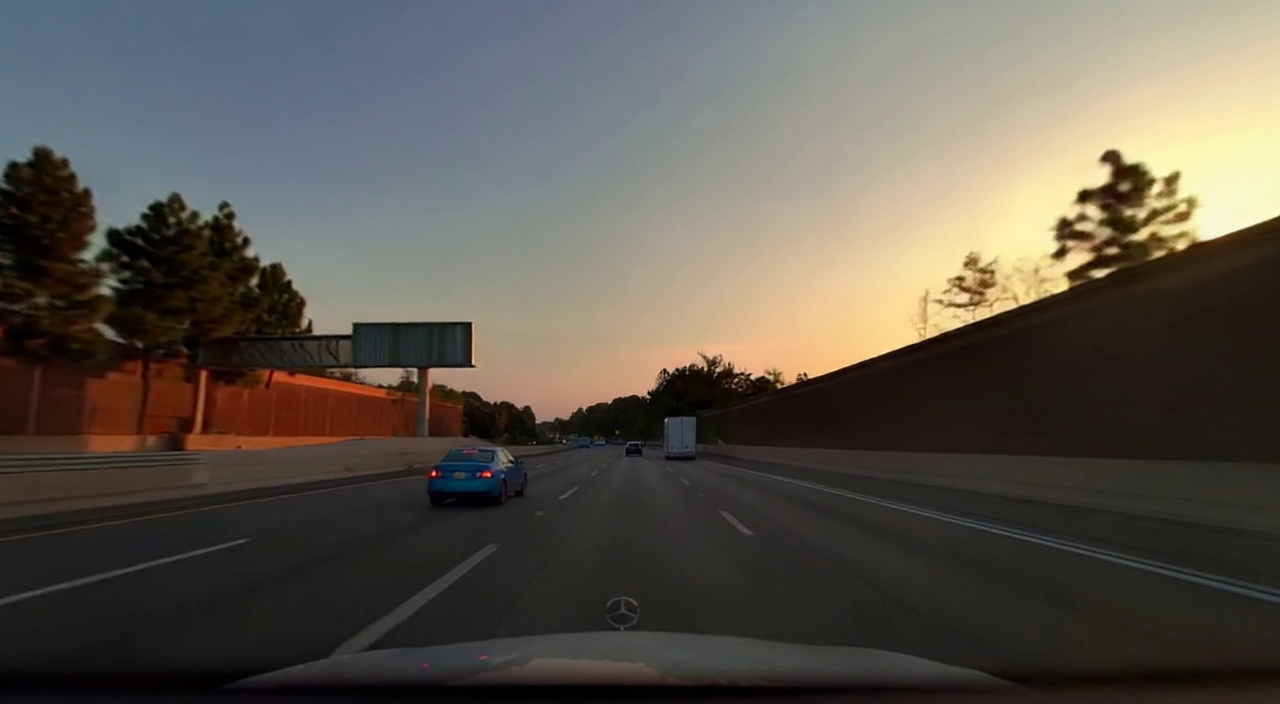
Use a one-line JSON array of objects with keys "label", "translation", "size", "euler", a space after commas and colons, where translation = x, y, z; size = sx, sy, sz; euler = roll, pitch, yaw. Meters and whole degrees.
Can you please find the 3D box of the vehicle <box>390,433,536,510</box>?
[{"label": "vehicle", "translation": [-3.837, 2.672, 14.609], "size": [2.090, 1.487, 4.276], "euler": [-1, -8, 1]}]
